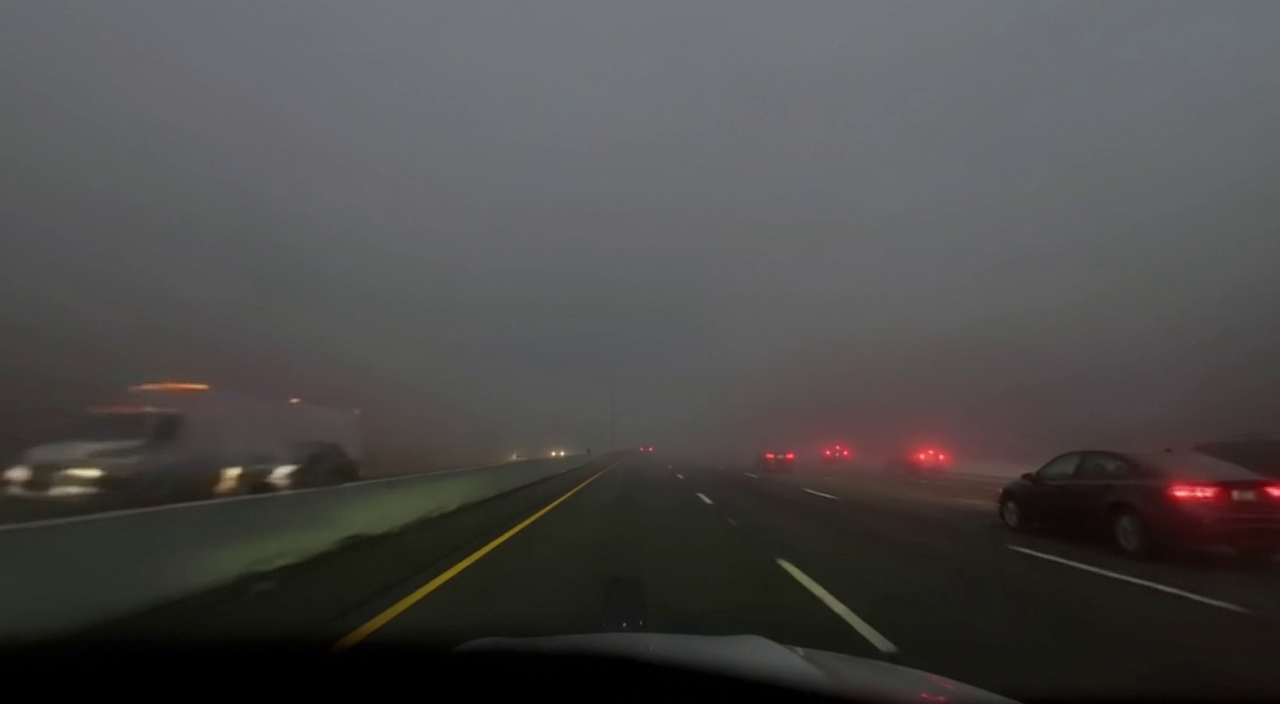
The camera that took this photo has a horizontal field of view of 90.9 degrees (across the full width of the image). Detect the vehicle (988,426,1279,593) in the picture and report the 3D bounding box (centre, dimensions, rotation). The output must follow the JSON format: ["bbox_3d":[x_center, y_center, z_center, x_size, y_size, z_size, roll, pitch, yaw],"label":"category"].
[{"bbox_3d":[6.931,1.796,8.113,2.093,1.525,4.865,0,-8,0],"label":"vehicle"}]

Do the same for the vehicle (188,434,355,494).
[{"bbox_3d":[-11.159,3.428,19.697,1.991,1.603,5.124,0,-9,2],"label":"vehicle"}]

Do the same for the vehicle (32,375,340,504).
[{"bbox_3d":[-14.896,3.159,22.555,2.966,3.515,10.615,0,-9,1],"label":"vehicle"}]
